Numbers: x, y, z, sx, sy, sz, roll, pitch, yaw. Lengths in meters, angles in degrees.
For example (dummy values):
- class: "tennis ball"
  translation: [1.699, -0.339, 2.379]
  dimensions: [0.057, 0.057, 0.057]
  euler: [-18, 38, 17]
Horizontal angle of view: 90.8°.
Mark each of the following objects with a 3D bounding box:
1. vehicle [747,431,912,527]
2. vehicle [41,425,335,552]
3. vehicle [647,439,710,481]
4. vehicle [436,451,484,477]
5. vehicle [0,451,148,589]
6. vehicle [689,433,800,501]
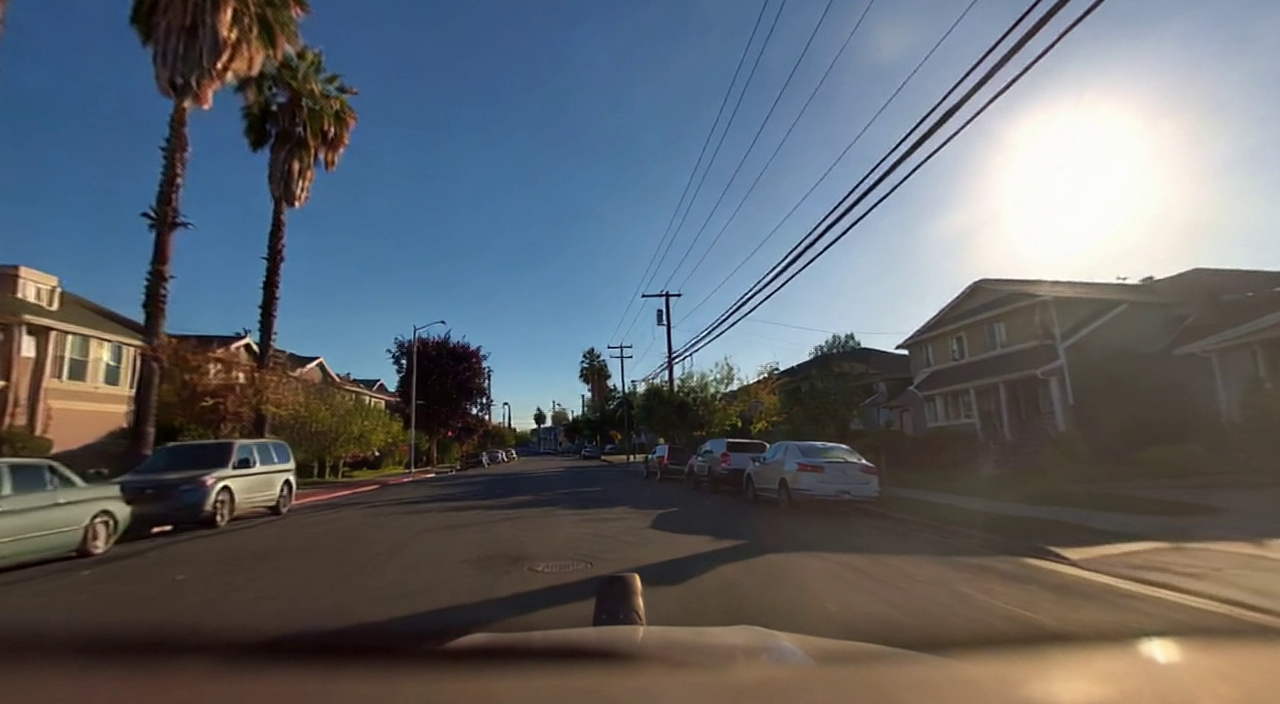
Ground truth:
- class: "vehicle"
  translation: [3.747, 2.579, 13.456]
  dimensions: [1.894, 1.675, 4.294]
  euler: [0, -8, -4]
- class: "vehicle"
  translation: [-8.480, 2.557, 12.857]
  dimensions: [2.300, 1.943, 5.744]
  euler: [1, -8, -7]
- class: "vehicle"
  translation: [1.709, 5.116, 30.359]
  dimensions: [2.115, 1.826, 4.871]
  euler: [1, -9, -7]
- class: "vehicle"
  translation: [-11.201, 6.973, 39.697]
  dimensions: [2.013, 1.483, 4.645]
  euler: [0, -8, -5]
- class: "vehicle"
  translation: [-7.942, 1.885, 7.136]
  dimensions: [1.801, 1.477, 4.239]
  euler: [1, -9, -8]
- class: "vehicle"
  translation: [2.970, 3.408, 19.194]
  dimensions: [1.922, 1.761, 4.633]
  euler: [1, -9, -9]
